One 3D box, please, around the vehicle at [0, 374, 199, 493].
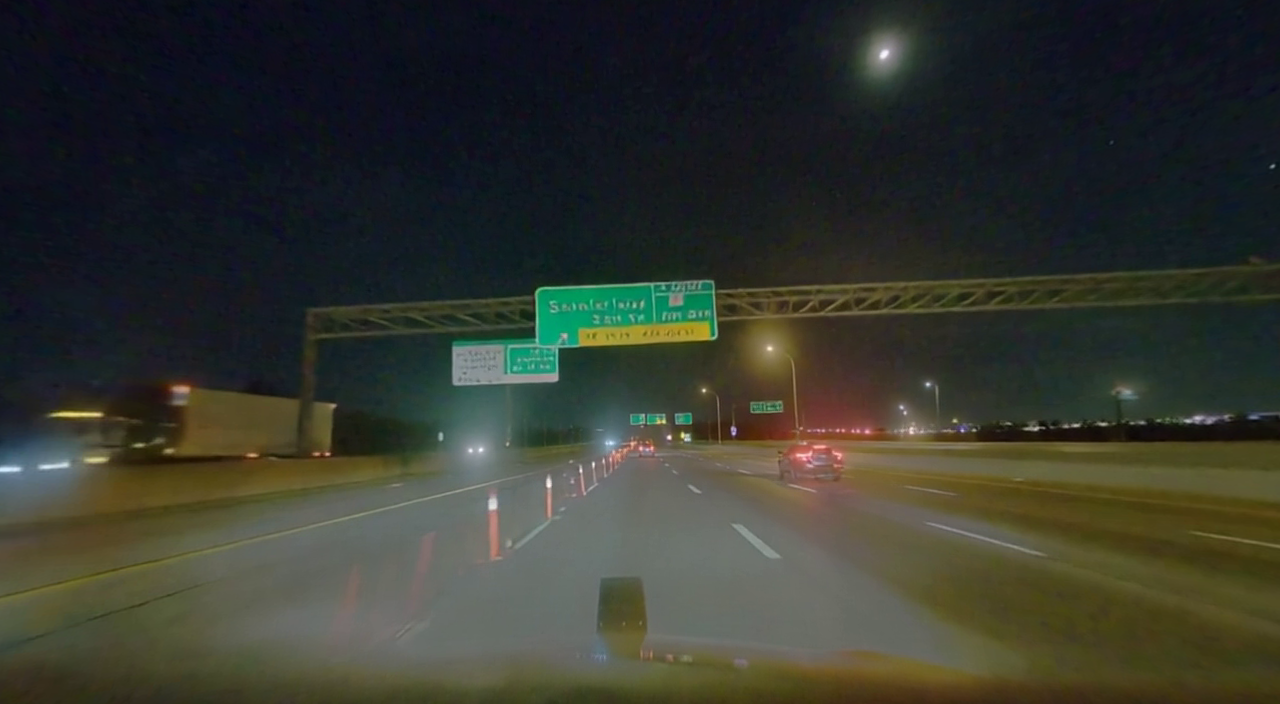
[{"bbox_3d":[-20.175,3.017,23.081,3.033,3.698,6.780,0,-8,0],"label":"vehicle"}]
